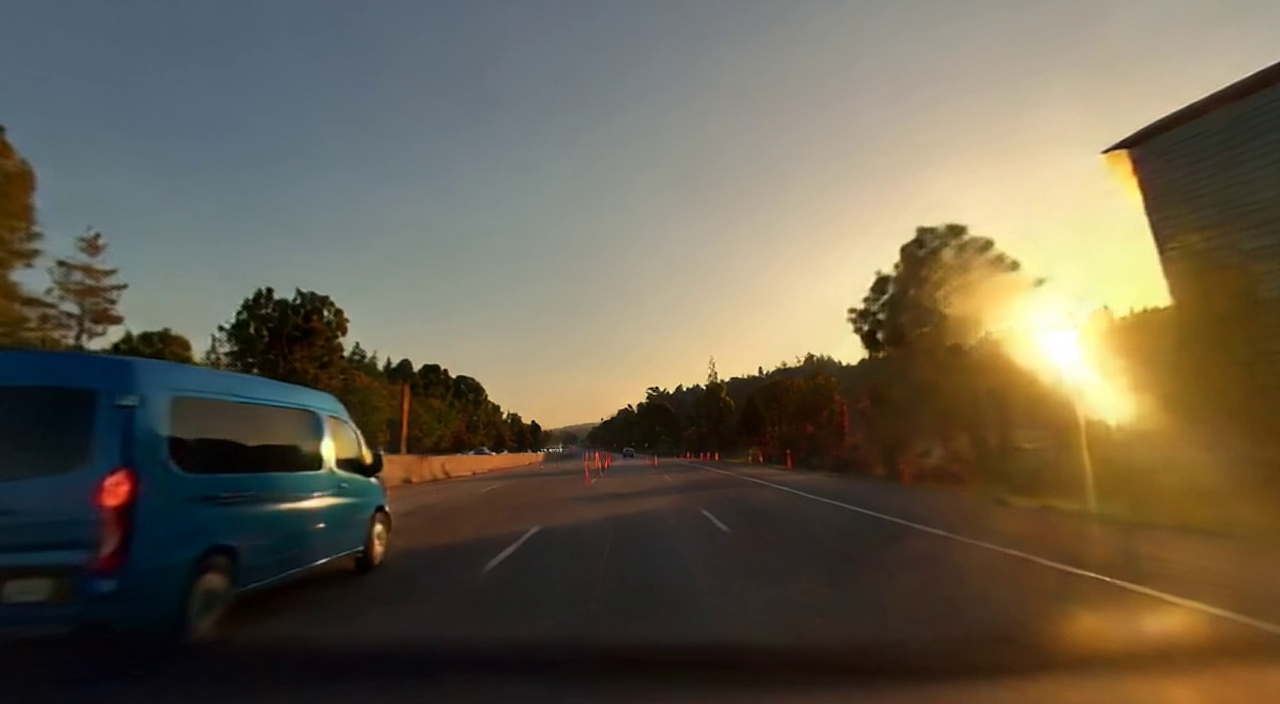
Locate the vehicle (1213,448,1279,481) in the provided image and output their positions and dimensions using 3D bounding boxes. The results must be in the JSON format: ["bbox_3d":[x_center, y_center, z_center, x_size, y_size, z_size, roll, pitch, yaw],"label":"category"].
[{"bbox_3d":[29.854,5.262,29.686,3.924,1.454,1.952,0,-8,-2],"label":"vehicle"}]

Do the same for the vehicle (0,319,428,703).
[{"bbox_3d":[-3.604,1.139,5.404,2.046,1.982,4.465,0,-9,-1],"label":"vehicle"}]
